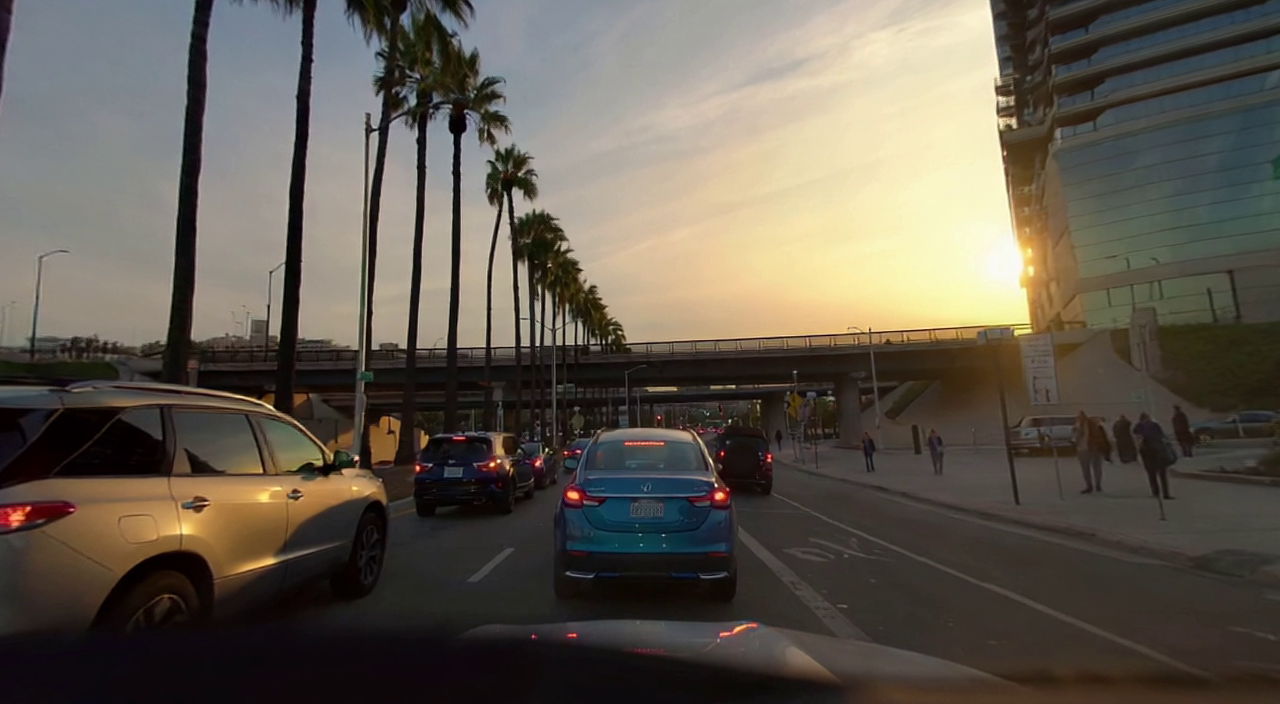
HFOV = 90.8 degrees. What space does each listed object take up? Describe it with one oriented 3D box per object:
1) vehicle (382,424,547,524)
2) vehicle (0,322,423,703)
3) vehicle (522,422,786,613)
[{"bbox_3d":[-3.201,2.314,12.489,1.955,1.637,4.032,0,-8,2],"label":"vehicle"},{"bbox_3d":[-3.264,1.064,4.193,2.014,1.740,4.359,0,-8,1],"label":"vehicle"},{"bbox_3d":[0.094,1.592,7.027,2.036,1.461,4.129,0,-8,0],"label":"vehicle"}]
